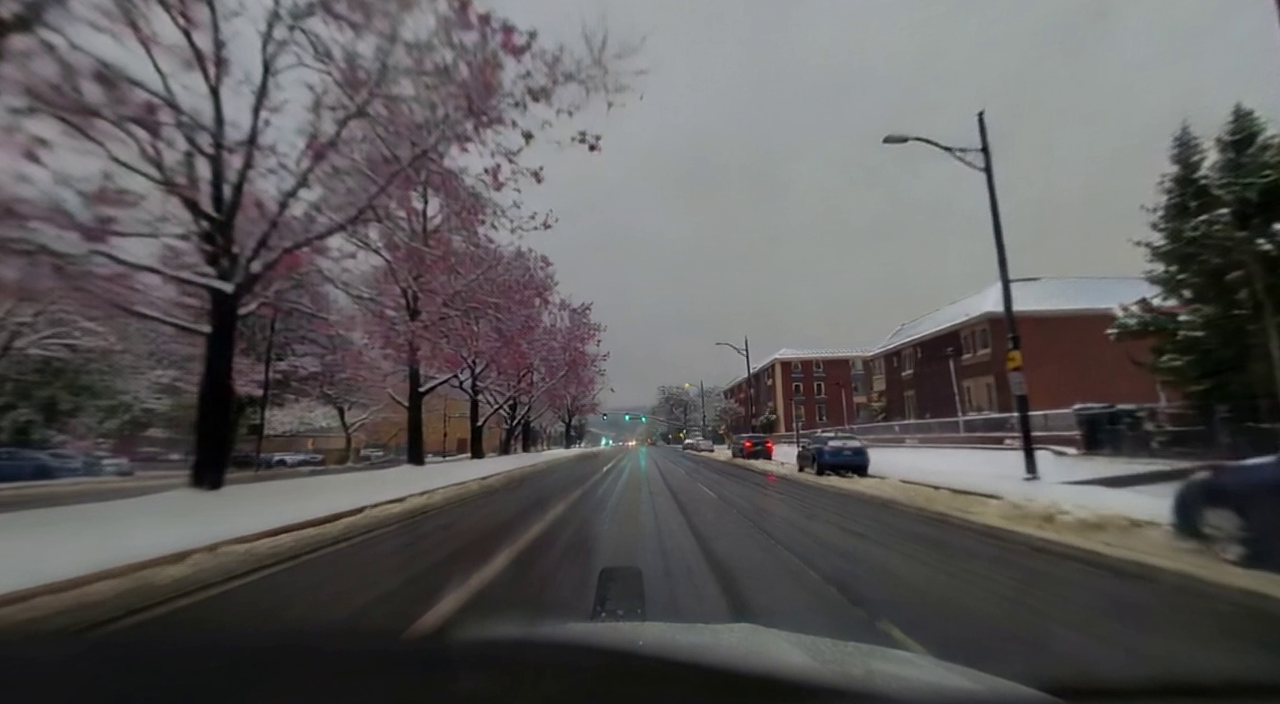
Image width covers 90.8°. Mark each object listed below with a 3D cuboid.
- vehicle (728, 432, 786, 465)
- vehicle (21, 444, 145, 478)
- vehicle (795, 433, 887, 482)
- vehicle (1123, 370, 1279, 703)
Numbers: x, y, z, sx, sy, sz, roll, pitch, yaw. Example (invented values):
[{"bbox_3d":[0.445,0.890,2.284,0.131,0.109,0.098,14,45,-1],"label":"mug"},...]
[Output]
[{"bbox_3d":[7.061,5.908,38.783,2.450,1.892,5.107,0,-8,-2],"label":"vehicle"},{"bbox_3d":[-33.589,6.581,38.212,5.605,1.774,2.197,-3,-9,3],"label":"vehicle"},{"bbox_3d":[7.290,3.873,23.455,1.940,1.647,4.309,0,-8,-1],"label":"vehicle"},{"bbox_3d":[3.841,0.674,1.503,1.984,1.580,4.413,-1,-8,2],"label":"vehicle"}]
